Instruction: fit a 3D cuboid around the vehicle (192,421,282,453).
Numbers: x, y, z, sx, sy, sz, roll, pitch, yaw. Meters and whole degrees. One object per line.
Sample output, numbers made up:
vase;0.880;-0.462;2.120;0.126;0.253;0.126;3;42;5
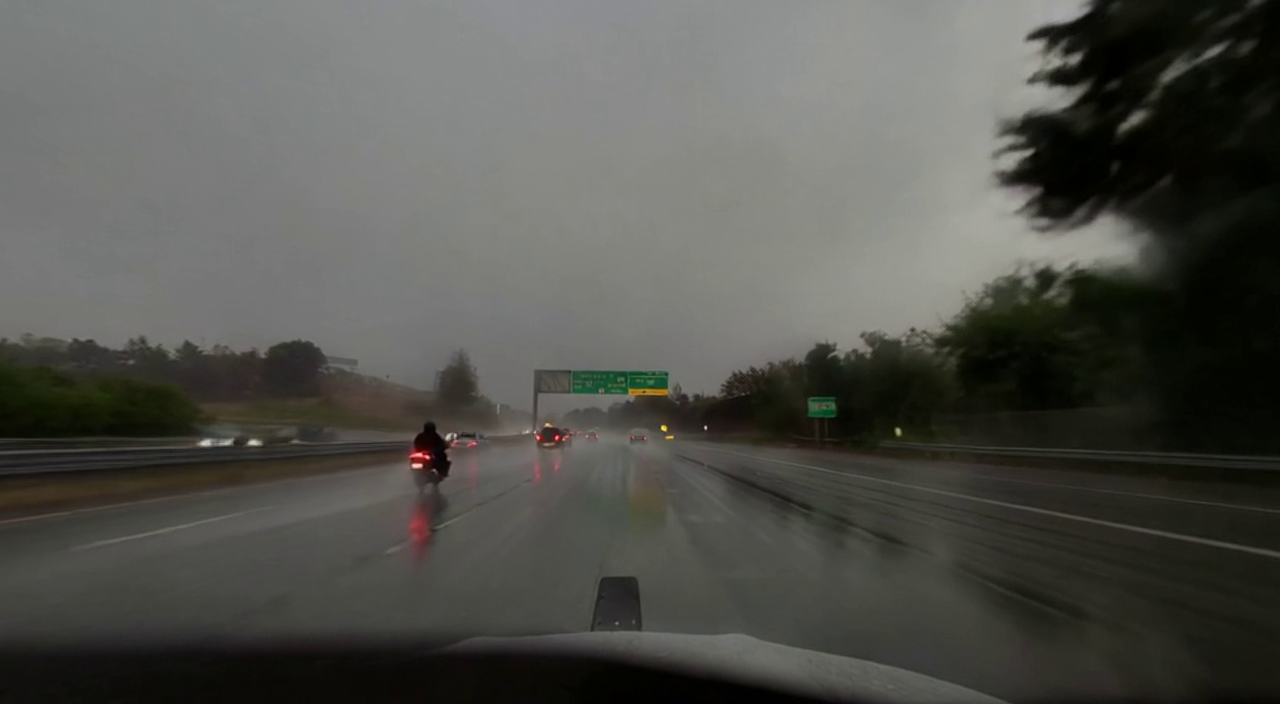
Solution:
vehicle;-20.955;4.439;32.973;1.896;1.529;4.323;0;-8;-1

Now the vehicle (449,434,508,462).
vehicle;-8.787;5.218;34.616;2.053;1.409;4.704;0;-8;-1
